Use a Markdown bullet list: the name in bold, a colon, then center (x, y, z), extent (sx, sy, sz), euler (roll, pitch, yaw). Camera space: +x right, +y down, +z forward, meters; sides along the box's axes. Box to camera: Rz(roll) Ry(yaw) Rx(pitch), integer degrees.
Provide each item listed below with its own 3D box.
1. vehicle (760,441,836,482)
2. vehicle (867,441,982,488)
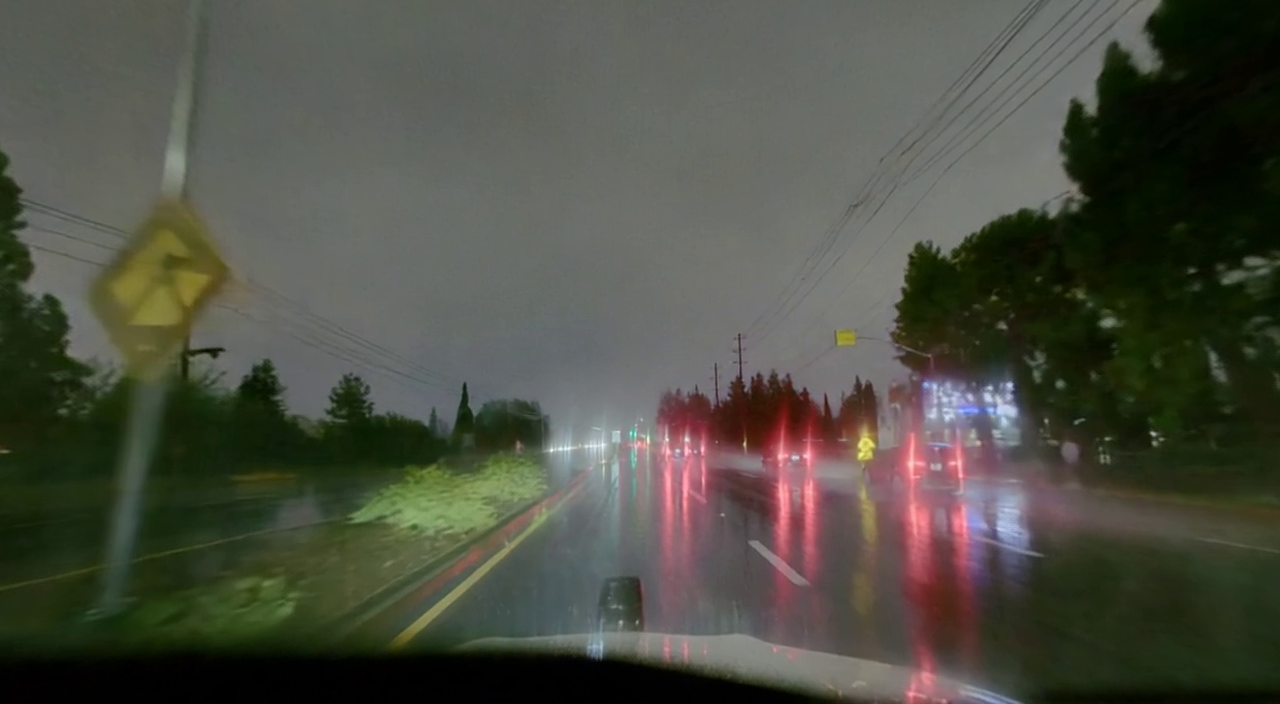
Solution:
- **vehicle**: center (6.257, 4.374, 25.520), extent (1.882, 1.476, 4.344), euler (0, -8, -1)
- **vehicle**: center (9.880, 3.912, 22.382), extent (1.874, 1.482, 4.545), euler (0, -8, -1)
